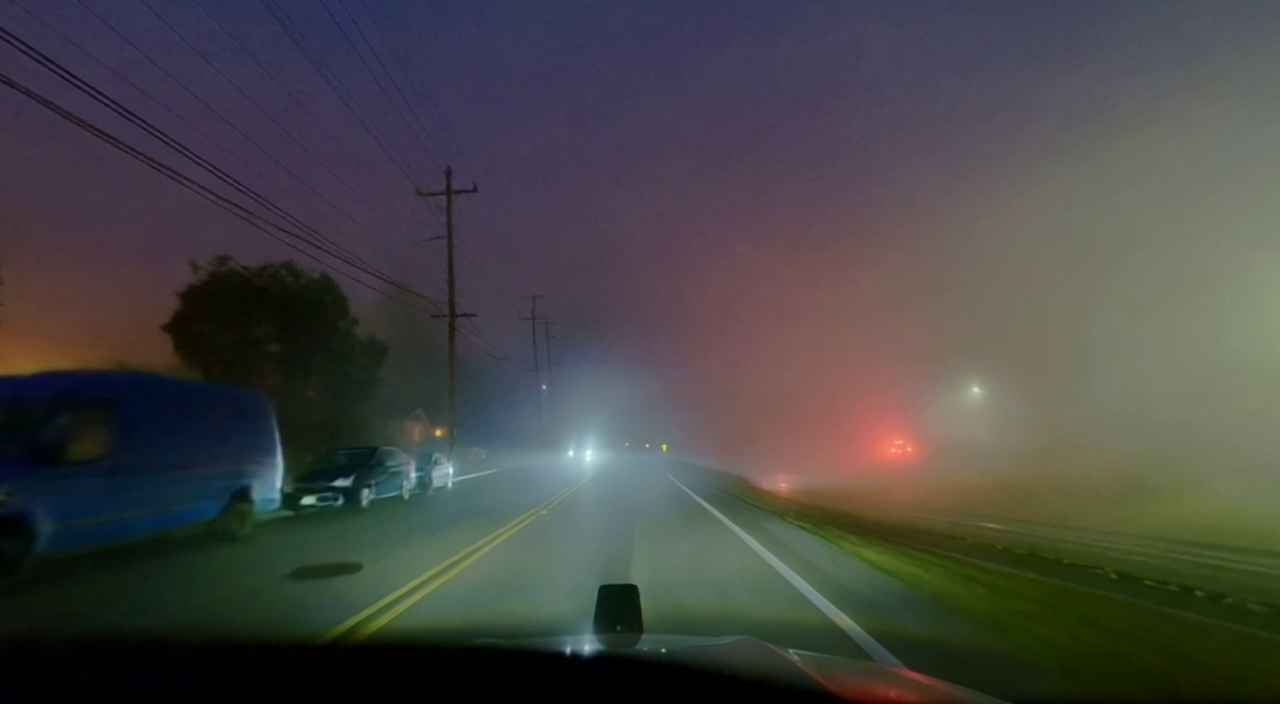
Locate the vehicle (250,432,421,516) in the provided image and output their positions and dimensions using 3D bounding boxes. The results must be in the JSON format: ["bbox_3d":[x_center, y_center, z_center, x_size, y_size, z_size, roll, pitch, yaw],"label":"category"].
[{"bbox_3d":[-7.276,2.984,15.736,1.920,1.681,4.490,3,-10,0],"label":"vehicle"}]

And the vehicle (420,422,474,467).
[{"bbox_3d":[-12.040,5.845,39.896,2.451,2.641,5.869,1,-9,-9],"label":"vehicle"}]

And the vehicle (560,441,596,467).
[{"bbox_3d":[-4.234,7.085,44.036,2.103,1.690,4.508,0,-9,-1],"label":"vehicle"}]

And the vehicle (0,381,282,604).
[{"bbox_3d":[-7.387,1.676,8.227,2.335,2.136,5.328,0,-8,-1],"label":"vehicle"}]
